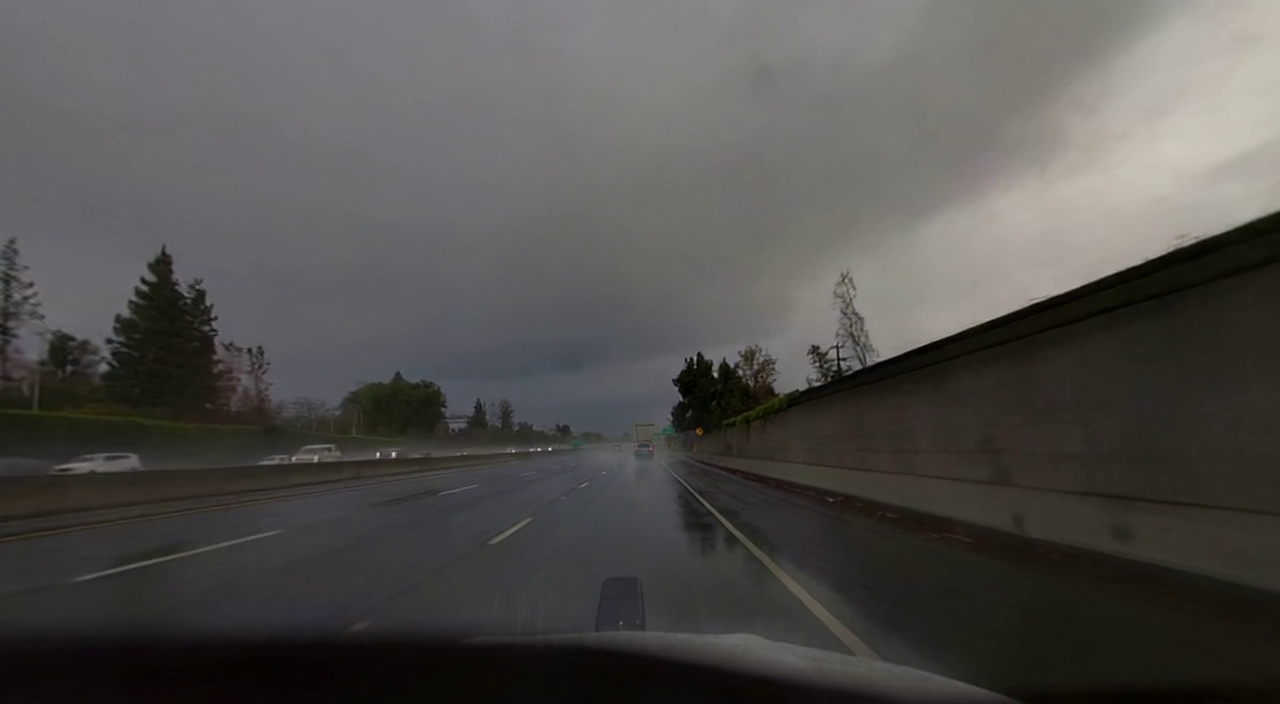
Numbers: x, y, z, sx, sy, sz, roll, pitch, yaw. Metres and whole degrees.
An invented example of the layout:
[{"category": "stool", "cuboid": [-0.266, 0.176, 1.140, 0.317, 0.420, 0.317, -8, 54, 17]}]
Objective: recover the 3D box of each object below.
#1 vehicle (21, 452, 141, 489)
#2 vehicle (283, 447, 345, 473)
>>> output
[{"category": "vehicle", "cuboid": [-29.686, 6.294, 33.684, 2.028, 1.778, 4.691, 0, -9, 1]}, {"category": "vehicle", "cuboid": [-25.532, 8.453, 49.514, 2.065, 1.887, 5.084, 0, -9, 1]}]
